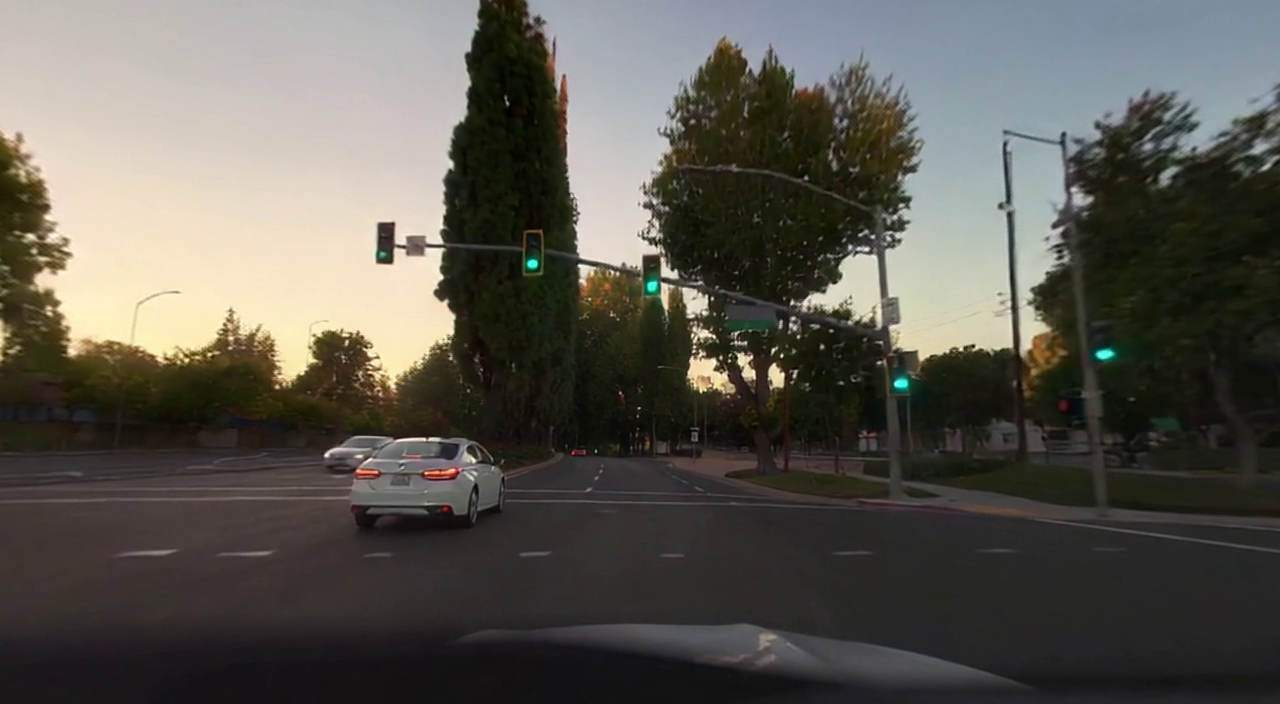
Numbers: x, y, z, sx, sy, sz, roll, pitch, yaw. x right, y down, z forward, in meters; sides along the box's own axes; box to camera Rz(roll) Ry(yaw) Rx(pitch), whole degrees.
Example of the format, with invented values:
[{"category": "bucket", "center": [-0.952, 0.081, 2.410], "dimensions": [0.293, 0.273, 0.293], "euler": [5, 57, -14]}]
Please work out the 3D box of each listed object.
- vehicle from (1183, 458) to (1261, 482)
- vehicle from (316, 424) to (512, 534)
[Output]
[{"category": "vehicle", "center": [39.548, 7.989, 43.045], "dimensions": [1.771, 1.465, 3.841], "euler": [0, -9, 4]}, {"category": "vehicle", "center": [-3.624, 2.120, 11.114], "dimensions": [1.915, 1.521, 4.283], "euler": [1, -9, -1]}]
